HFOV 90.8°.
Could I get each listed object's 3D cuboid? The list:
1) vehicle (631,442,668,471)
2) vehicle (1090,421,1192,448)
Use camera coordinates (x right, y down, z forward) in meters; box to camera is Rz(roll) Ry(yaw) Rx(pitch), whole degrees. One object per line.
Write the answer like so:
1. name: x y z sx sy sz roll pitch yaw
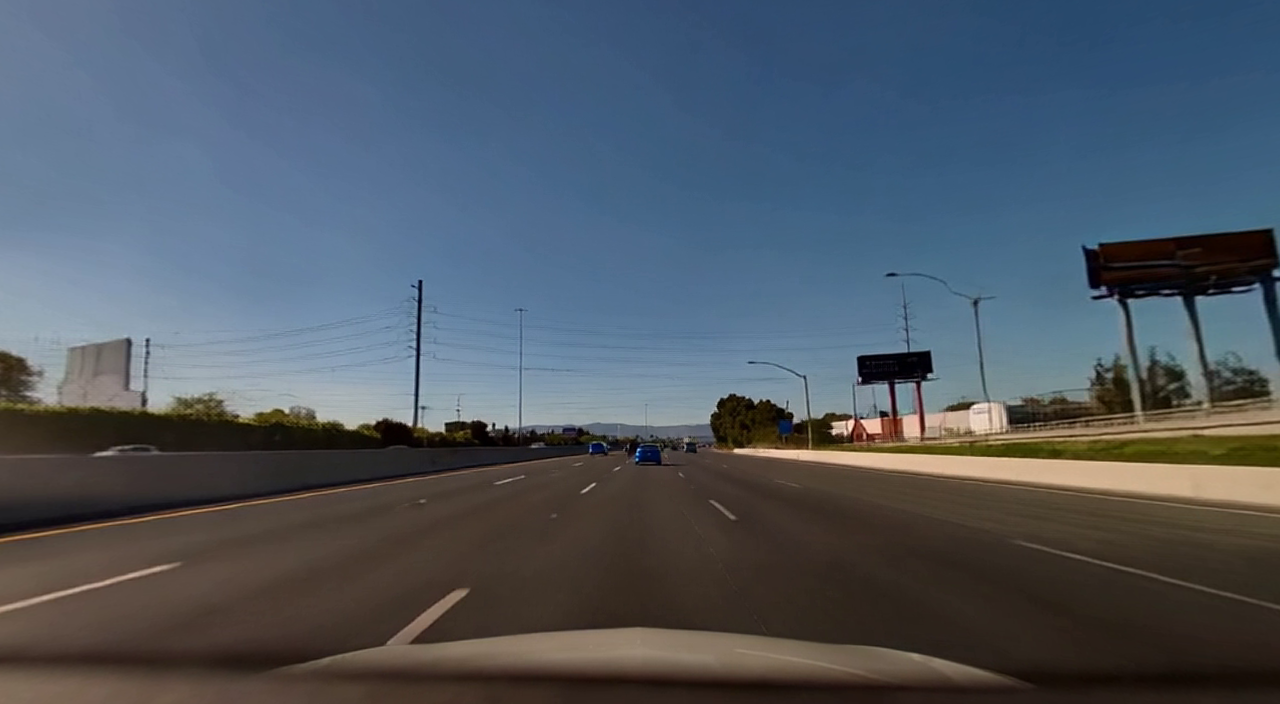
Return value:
1. vehicle: 0.572 6.081 36.794 2.074 1.574 3.971 0 -9 1
2. vehicle: 29.558 4.967 37.501 2.072 1.495 4.732 0 -9 -2
